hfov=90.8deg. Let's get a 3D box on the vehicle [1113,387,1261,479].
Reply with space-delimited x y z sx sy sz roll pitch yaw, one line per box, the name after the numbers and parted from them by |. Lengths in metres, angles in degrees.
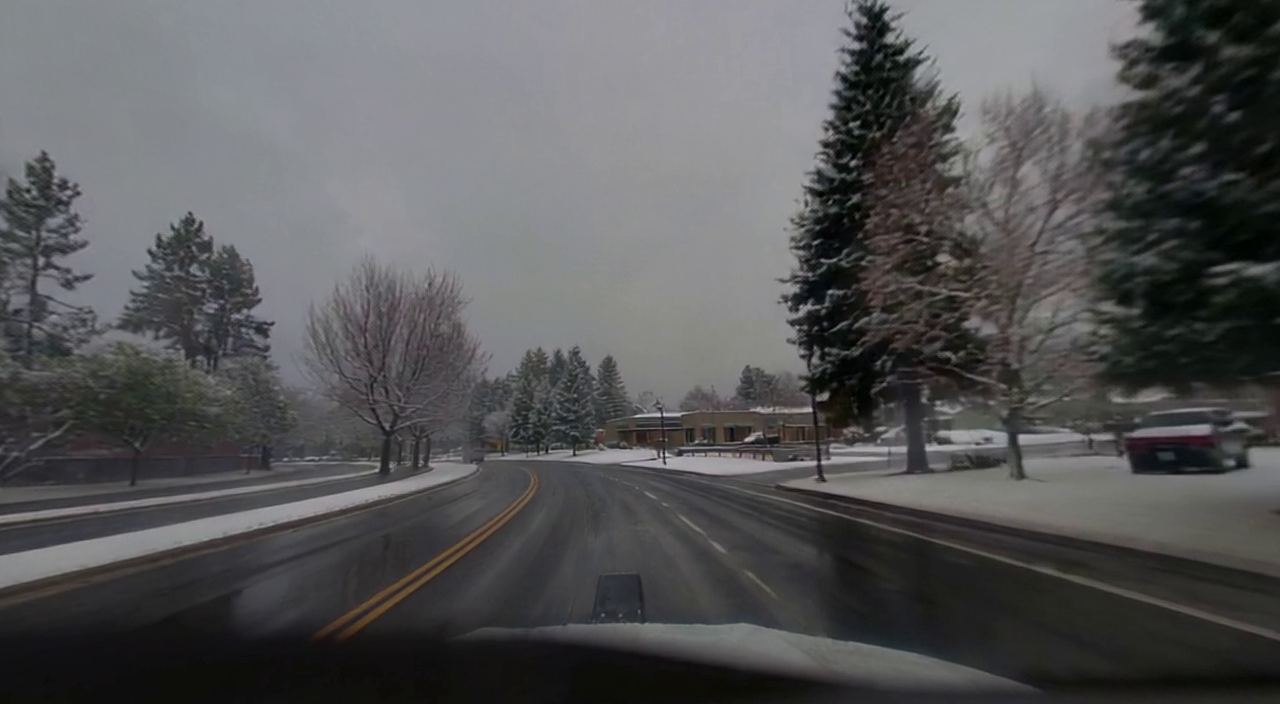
13.351 2.037 15.298 2.110 1.863 4.977 -11 -14 44 | vehicle
